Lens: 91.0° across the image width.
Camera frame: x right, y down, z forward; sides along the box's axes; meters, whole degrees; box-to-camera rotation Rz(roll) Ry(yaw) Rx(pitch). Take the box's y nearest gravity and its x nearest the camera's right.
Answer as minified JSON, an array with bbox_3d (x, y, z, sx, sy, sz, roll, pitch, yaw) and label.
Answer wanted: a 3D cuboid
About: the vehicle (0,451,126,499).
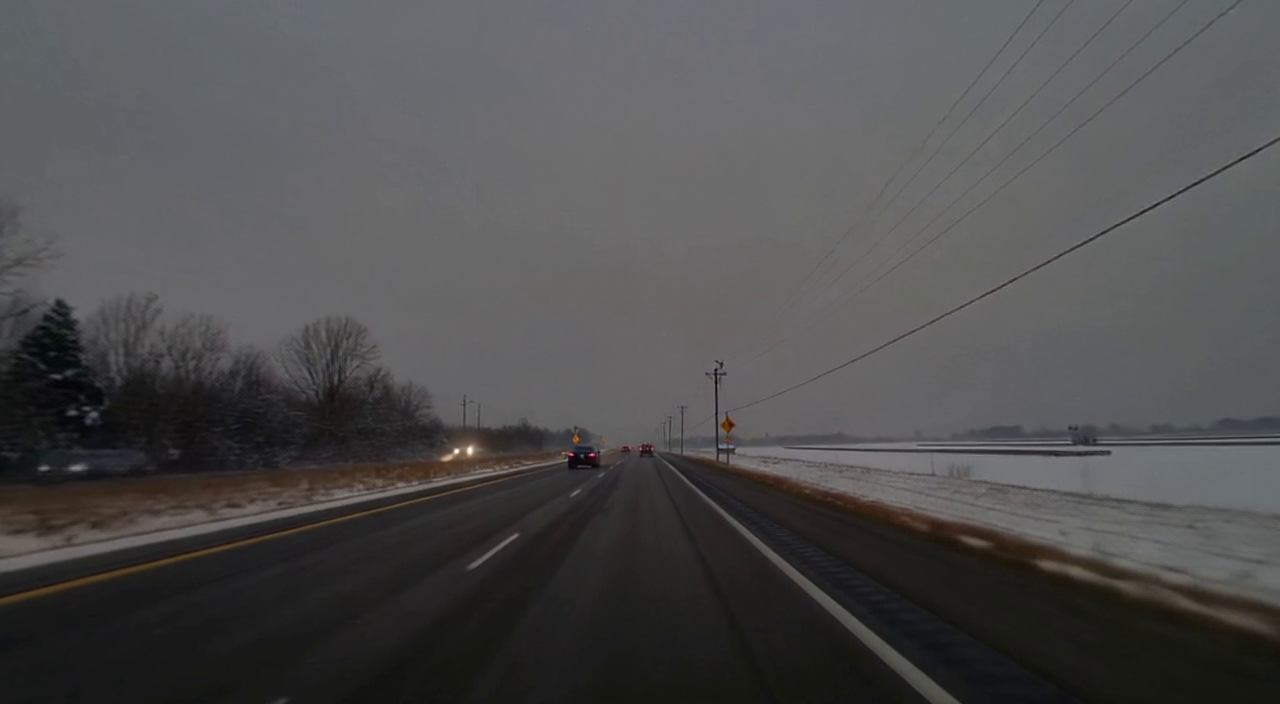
[{"bbox_3d":[-21.246,4.339,22.613,1.820,1.517,4.376,0,-9,0],"label":"vehicle"}]

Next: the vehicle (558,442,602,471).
[{"bbox_3d":[-3.519,6.276,37.878,2.120,1.597,4.810,0,-9,0],"label":"vehicle"}]
